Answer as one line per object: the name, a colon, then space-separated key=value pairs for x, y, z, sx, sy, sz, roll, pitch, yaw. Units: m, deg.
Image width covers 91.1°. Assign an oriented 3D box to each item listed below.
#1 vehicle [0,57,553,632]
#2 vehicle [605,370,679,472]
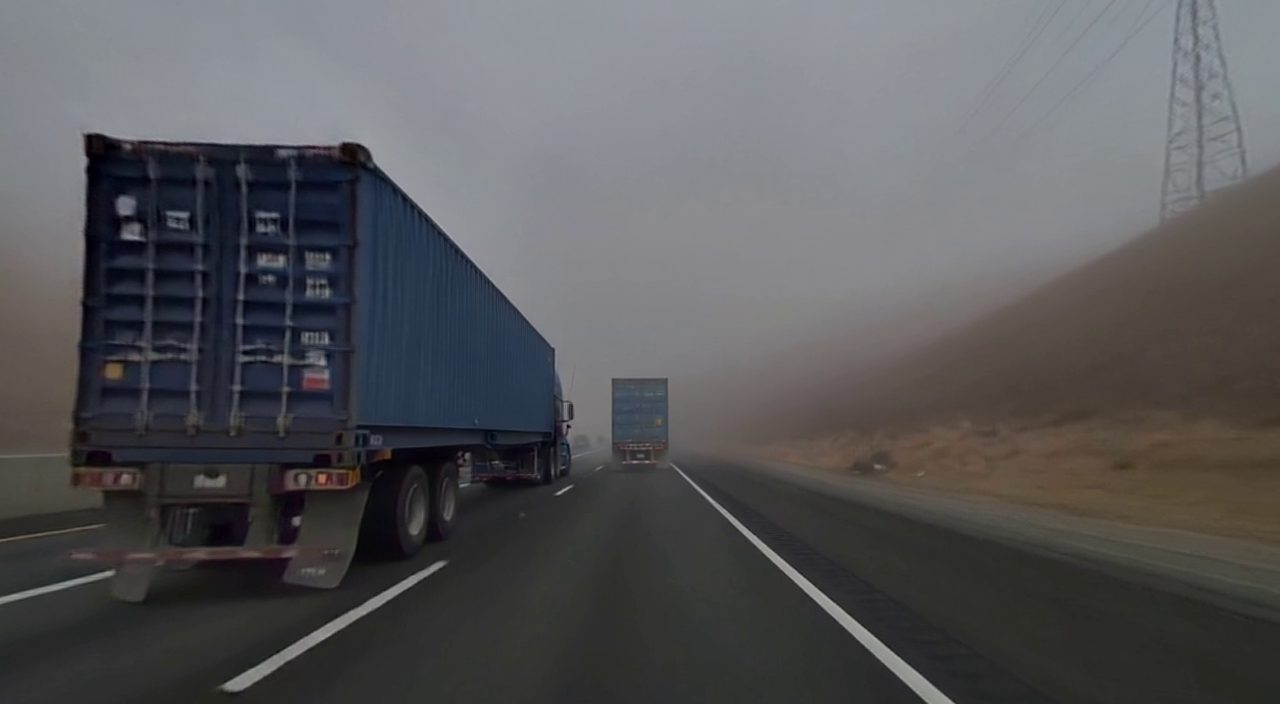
vehicle: x=-4.133 y=0.811 z=11.225 sx=3.065 sy=4.105 sz=13.706 roll=0 pitch=-8 yaw=1
vehicle: x=-0.012 y=3.647 z=31.424 sx=3.006 sy=4.120 sz=11.586 roll=0 pitch=-8 yaw=-1
